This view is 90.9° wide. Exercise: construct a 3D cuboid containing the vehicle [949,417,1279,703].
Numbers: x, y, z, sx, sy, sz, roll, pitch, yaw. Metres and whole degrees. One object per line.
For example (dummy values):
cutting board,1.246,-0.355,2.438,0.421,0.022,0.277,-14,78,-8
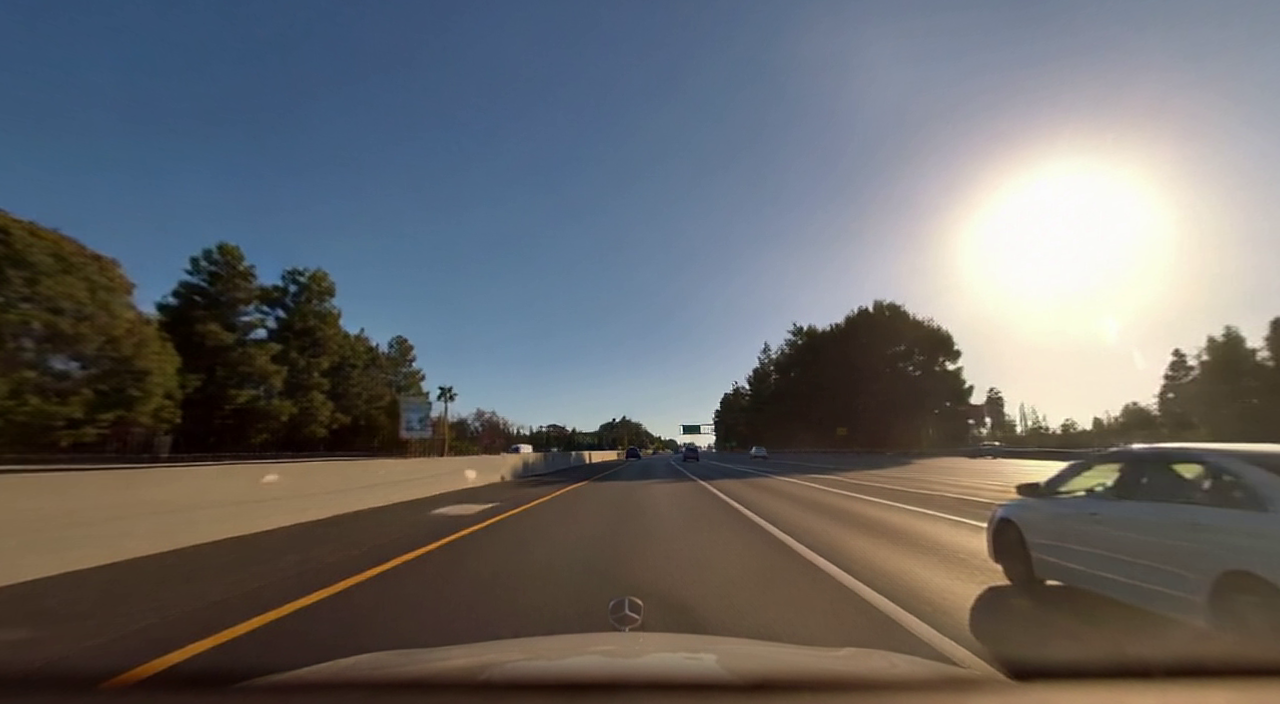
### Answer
vehicle,3.838,1.159,3.677,1.938,1.456,4.204,0,-9,0
